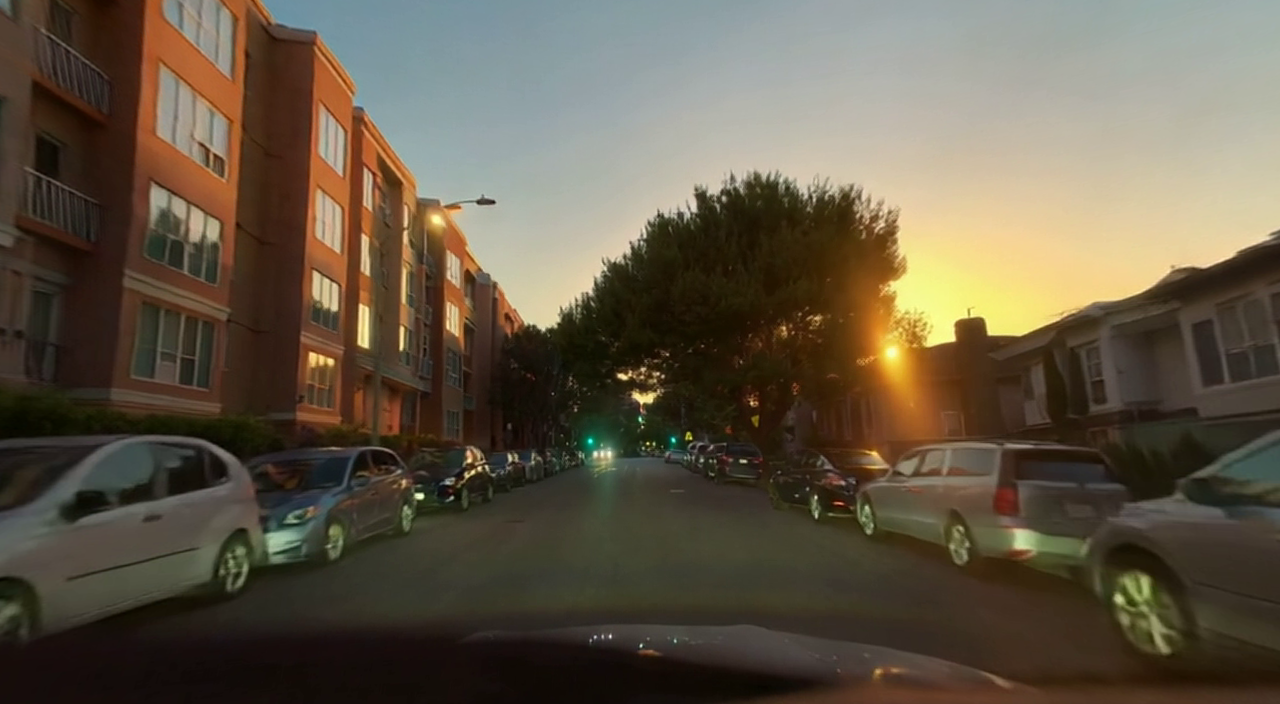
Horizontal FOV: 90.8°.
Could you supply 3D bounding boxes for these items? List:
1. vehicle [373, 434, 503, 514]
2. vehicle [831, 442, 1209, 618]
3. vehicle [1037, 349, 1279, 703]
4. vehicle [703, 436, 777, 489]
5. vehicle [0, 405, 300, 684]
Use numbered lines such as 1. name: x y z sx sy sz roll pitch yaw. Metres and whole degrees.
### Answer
1. vehicle: -4.939 3.011 16.191 1.922 1.728 4.628 0 -8 -2
2. vehicle: 4.101 1.931 8.042 1.707 1.528 4.812 0 -8 -2
3. vehicle: 3.926 0.842 2.467 1.911 1.835 4.599 0 -8 3
4. vehicle: 3.646 4.154 24.083 1.912 1.781 5.159 0 -8 -1
5. vehicle: -5.035 1.372 5.341 2.274 1.679 3.639 0 -8 0
